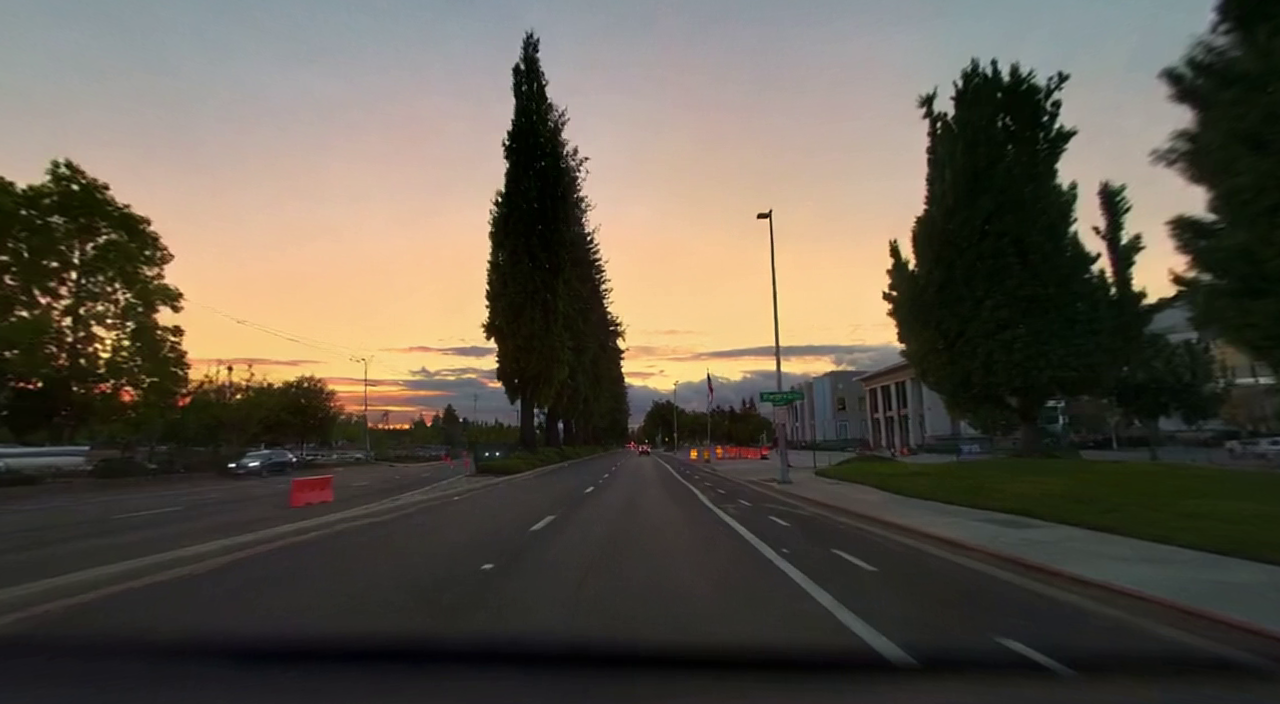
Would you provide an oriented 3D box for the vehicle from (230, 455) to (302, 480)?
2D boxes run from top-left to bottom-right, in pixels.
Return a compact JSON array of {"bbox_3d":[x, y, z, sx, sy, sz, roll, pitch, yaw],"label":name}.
[{"bbox_3d":[-24.458,7.546,41.506,1.850,1.490,4.725,0,-8,0],"label":"vehicle"}]
